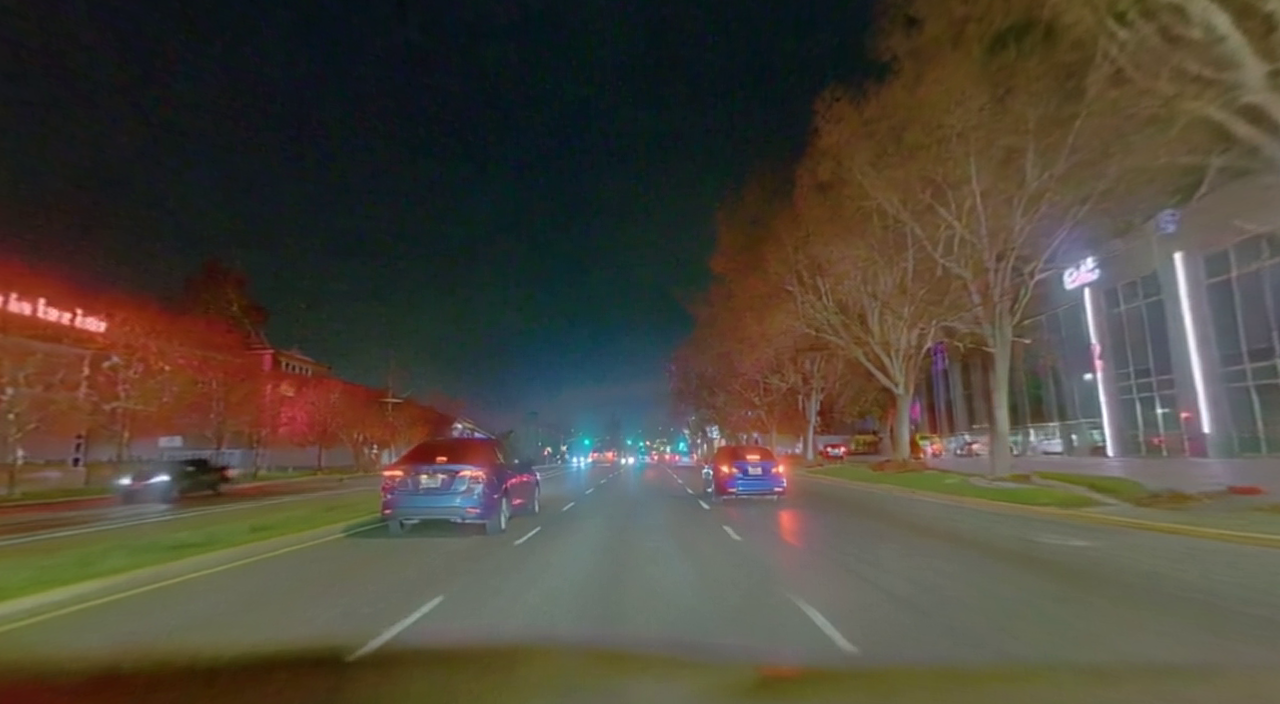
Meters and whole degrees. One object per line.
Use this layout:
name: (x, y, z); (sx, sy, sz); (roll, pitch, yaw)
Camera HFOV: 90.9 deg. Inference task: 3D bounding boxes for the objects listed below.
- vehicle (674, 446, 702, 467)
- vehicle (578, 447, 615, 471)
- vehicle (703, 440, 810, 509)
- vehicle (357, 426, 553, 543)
vehicle: (3.749, 8.204, 49.605); (1.931, 1.552, 4.125); (-1, -9, 1)
vehicle: (-2.822, 7.025, 41.614); (2.040, 1.471, 4.211); (-1, -9, 2)
vehicle: (2.841, 3.070, 16.314); (1.946, 1.513, 4.133); (-1, -9, 0)
vehicle: (-3.010, 2.292, 11.620); (2.032, 1.639, 5.037); (-1, -9, 1)
